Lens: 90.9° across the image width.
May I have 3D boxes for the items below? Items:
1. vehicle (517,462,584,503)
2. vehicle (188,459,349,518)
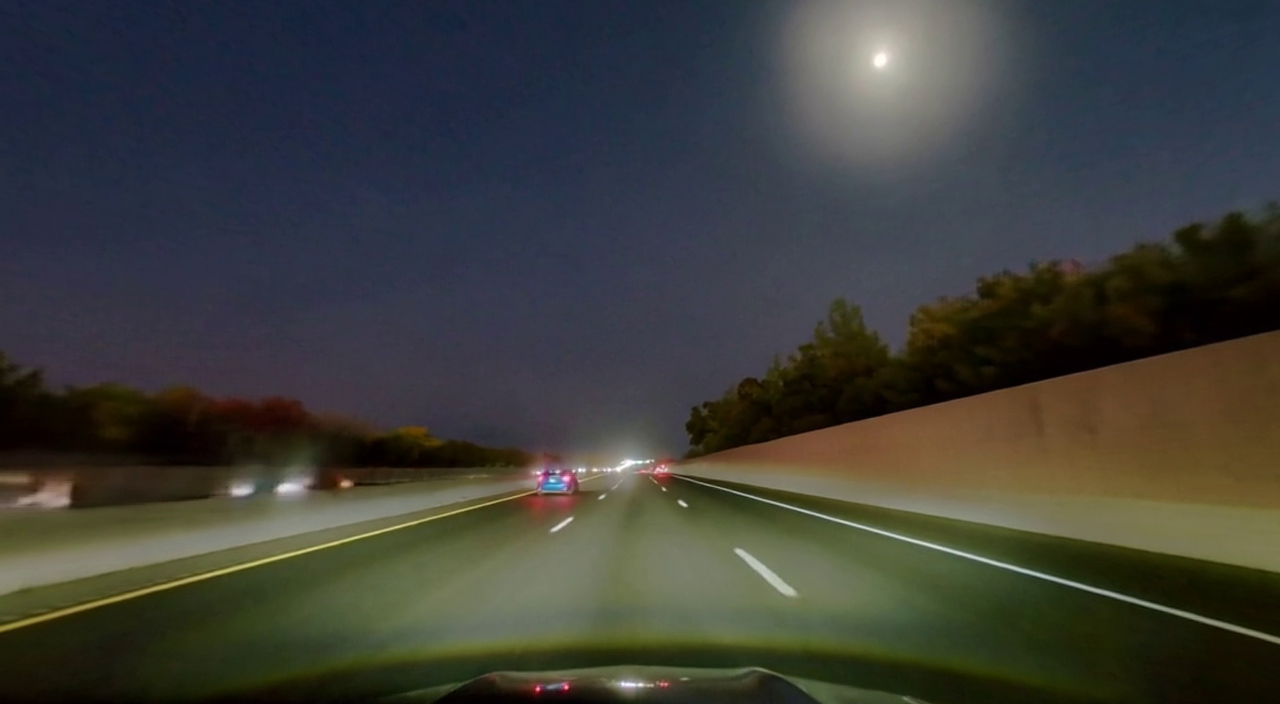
[{"bbox_3d":[-3.560,5.296,25.859,2.045,1.487,4.582,0,-10,1],"label":"vehicle"},{"bbox_3d":[-10.631,3.934,18.537,2.012,1.473,4.459,0,-10,0],"label":"vehicle"}]
